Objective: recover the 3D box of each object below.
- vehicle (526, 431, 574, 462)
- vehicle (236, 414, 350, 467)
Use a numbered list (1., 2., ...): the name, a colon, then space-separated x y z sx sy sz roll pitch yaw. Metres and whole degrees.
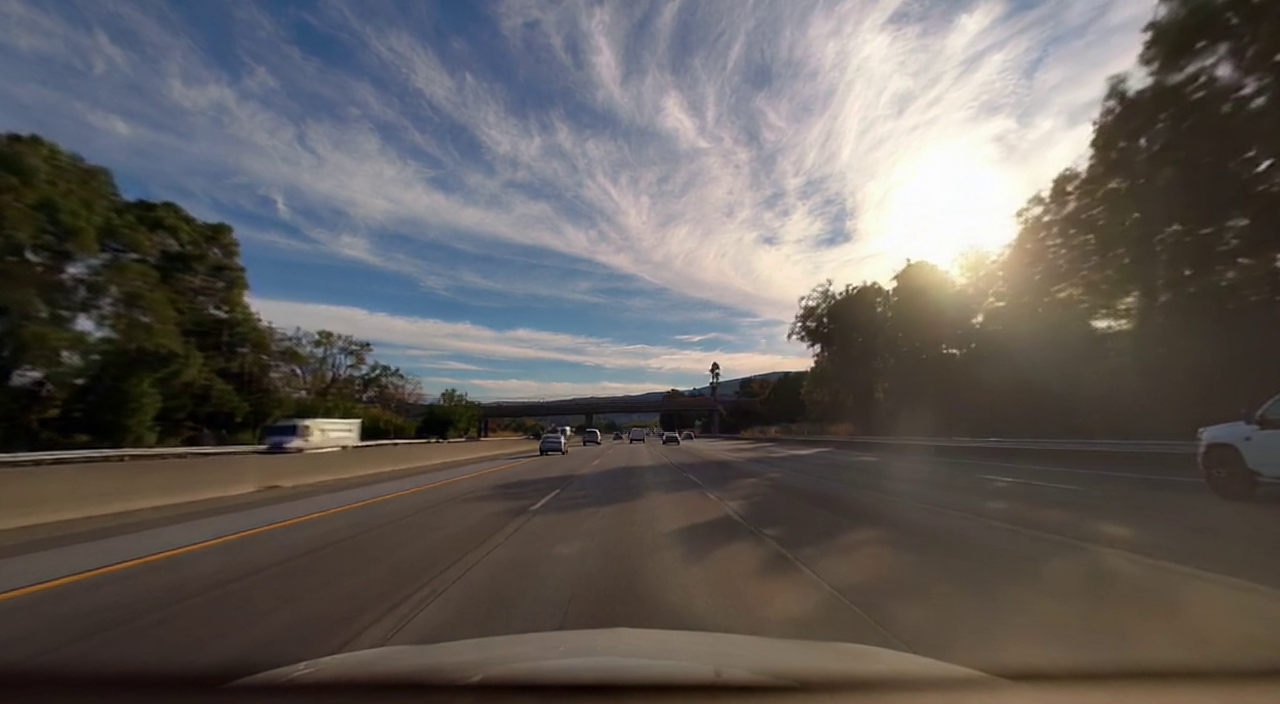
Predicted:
1. vehicle: -4.495 4.804 32.146 1.933 1.473 4.023 0 -8 -1
2. vehicle: -17.717 4.588 32.675 2.531 2.469 6.080 0 -8 -1
